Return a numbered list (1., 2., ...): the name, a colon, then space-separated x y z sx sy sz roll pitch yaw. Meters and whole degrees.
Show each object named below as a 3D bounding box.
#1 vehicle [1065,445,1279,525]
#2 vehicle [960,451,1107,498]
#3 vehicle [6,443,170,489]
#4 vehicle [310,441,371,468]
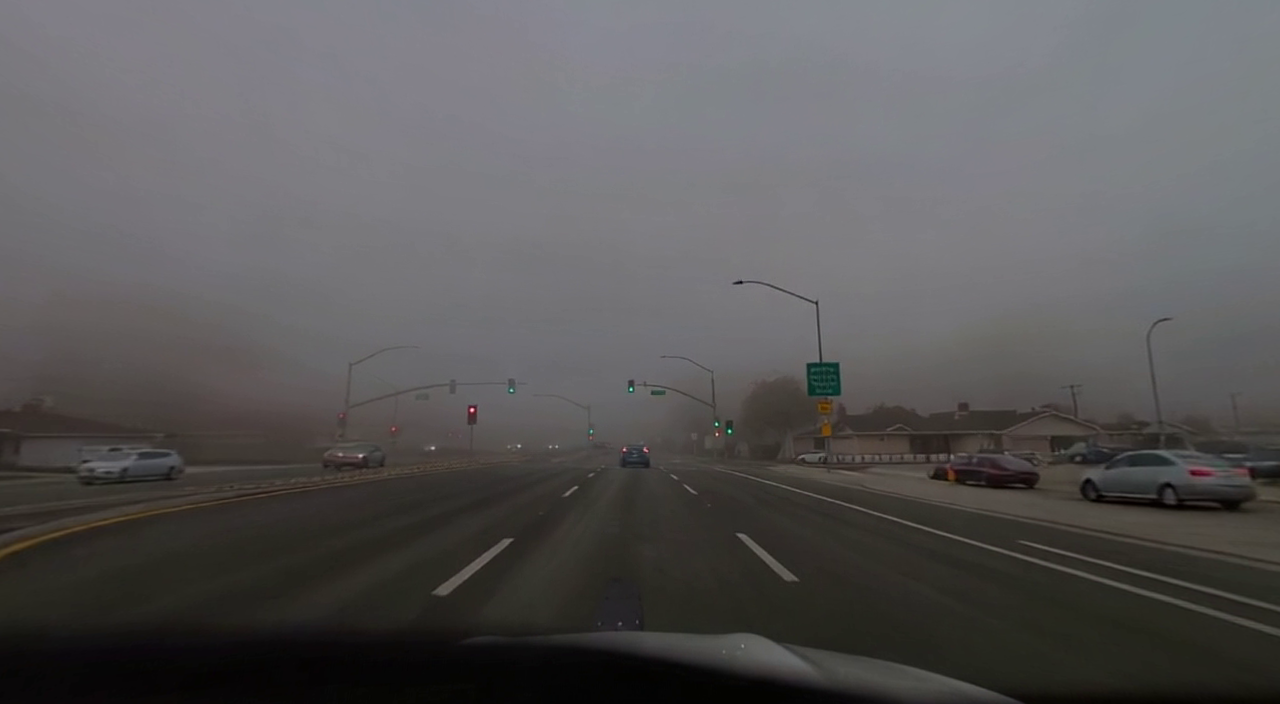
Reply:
1. vehicle: 12.467 2.884 14.410 2.128 1.467 4.987 0 -9 1
2. vehicle: 12.660 3.932 20.747 1.903 1.330 4.470 0 -9 -1
3. vehicle: -19.393 4.003 22.519 1.918 1.472 4.360 0 -9 0
4. vehicle: -19.649 6.752 41.663 1.913 1.693 4.345 0 -9 0
